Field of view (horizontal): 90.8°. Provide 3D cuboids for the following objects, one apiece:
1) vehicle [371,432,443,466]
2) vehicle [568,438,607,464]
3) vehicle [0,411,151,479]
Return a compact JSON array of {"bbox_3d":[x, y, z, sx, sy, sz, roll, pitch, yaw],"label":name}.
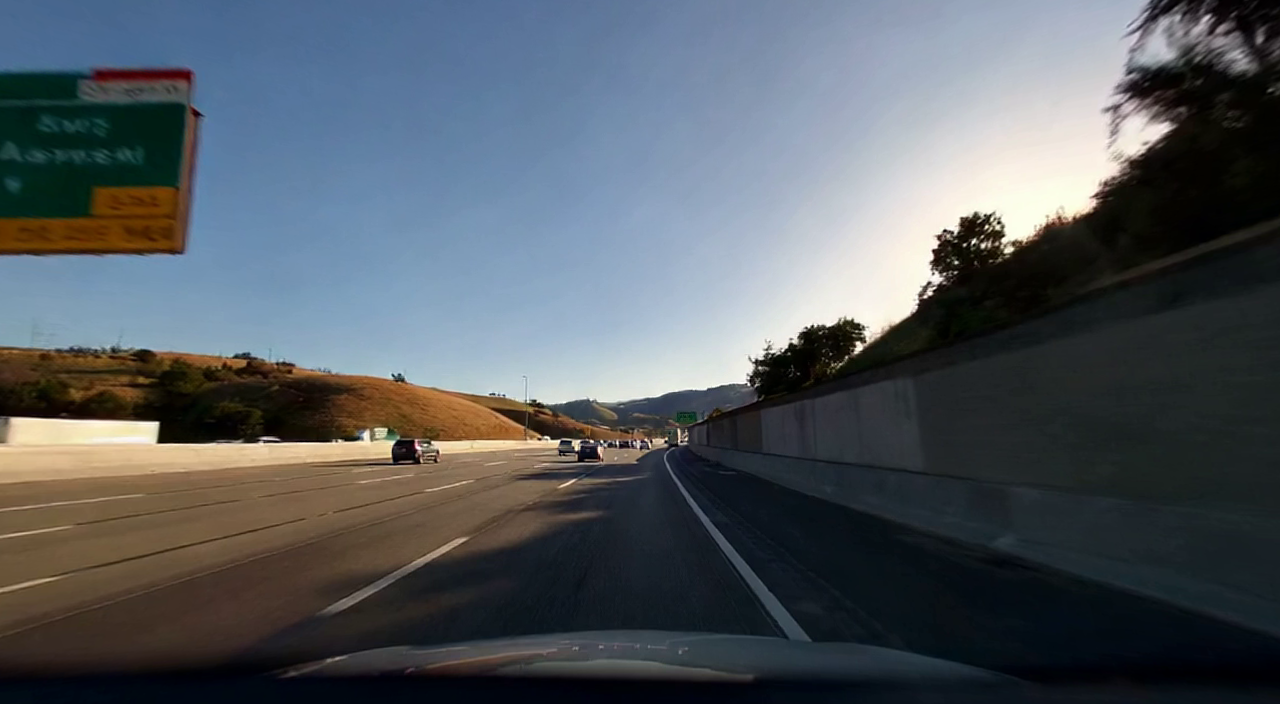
[{"bbox_3d":[-13.145,5.520,35.926,2.076,1.766,4.831,0,-8,2],"label":"vehicle"},{"bbox_3d":[-3.233,6.158,39.417,1.931,1.492,4.076,0,-8,2],"label":"vehicle"},{"bbox_3d":[-29.571,4.512,30.662,3.067,2.979,10.426,0,-8,2],"label":"vehicle"}]
